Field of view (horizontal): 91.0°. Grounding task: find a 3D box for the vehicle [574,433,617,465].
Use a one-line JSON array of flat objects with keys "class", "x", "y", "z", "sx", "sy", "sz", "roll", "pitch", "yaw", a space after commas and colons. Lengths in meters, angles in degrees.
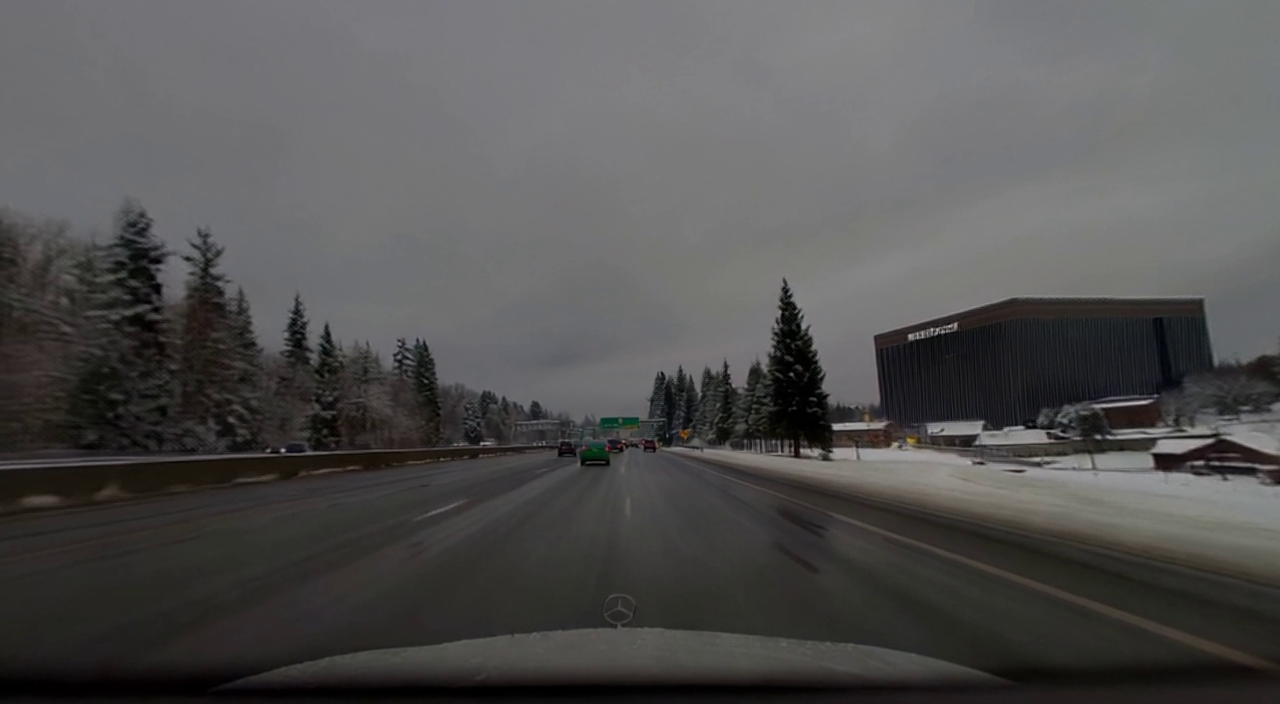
[{"class": "vehicle", "x": -2.641, "y": 5.888, "z": 38.444, "sx": 2.302, "sy": 1.810, "sz": 4.707, "roll": 0, "pitch": -8, "yaw": 0}]
